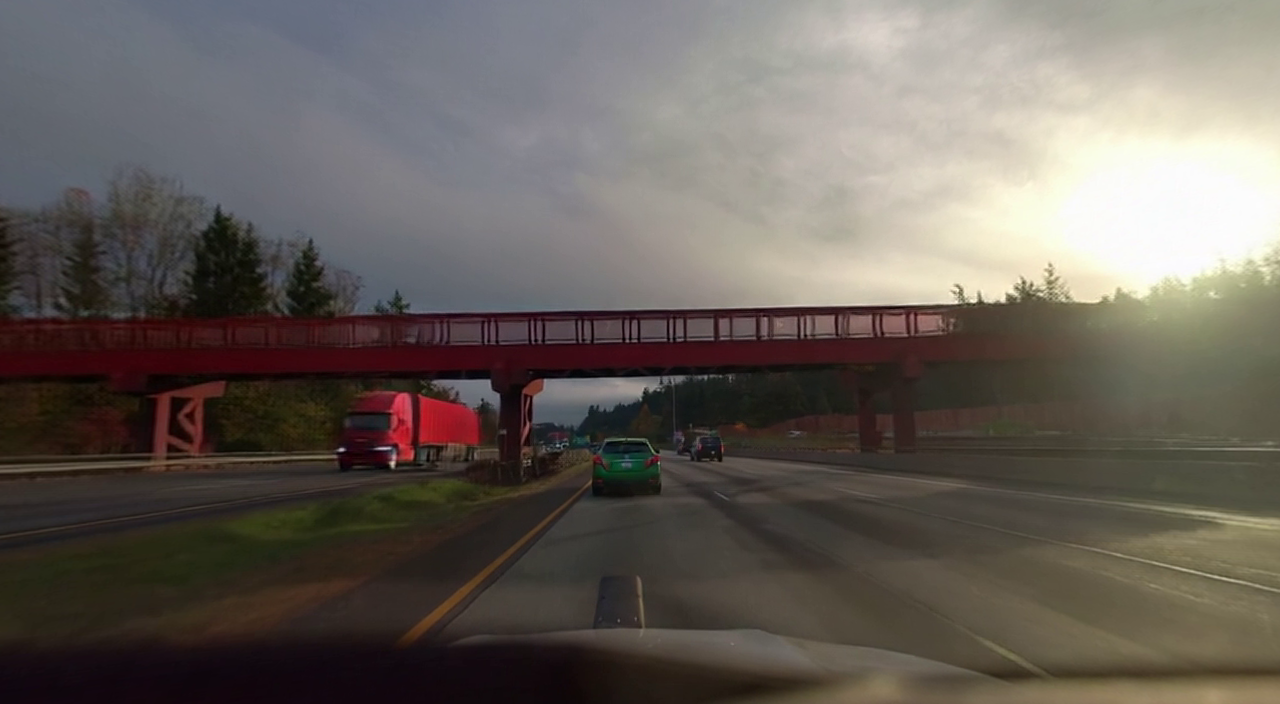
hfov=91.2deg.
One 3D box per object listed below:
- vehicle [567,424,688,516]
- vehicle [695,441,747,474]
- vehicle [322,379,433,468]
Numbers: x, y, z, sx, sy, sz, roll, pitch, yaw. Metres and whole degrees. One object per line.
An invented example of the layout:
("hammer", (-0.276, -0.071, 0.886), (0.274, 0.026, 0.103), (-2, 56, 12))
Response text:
("vehicle", (-0.235, 2.517, 13.821), (2.259, 1.699, 4.015), (0, -9, 0))
("vehicle", (3.913, 5.151, 30.763), (1.894, 1.487, 3.751), (0, -9, -2))
("vehicle", (-13.343, 3.809, 32.553), (3.271, 4.196, 5.696), (0, -9, -1))
